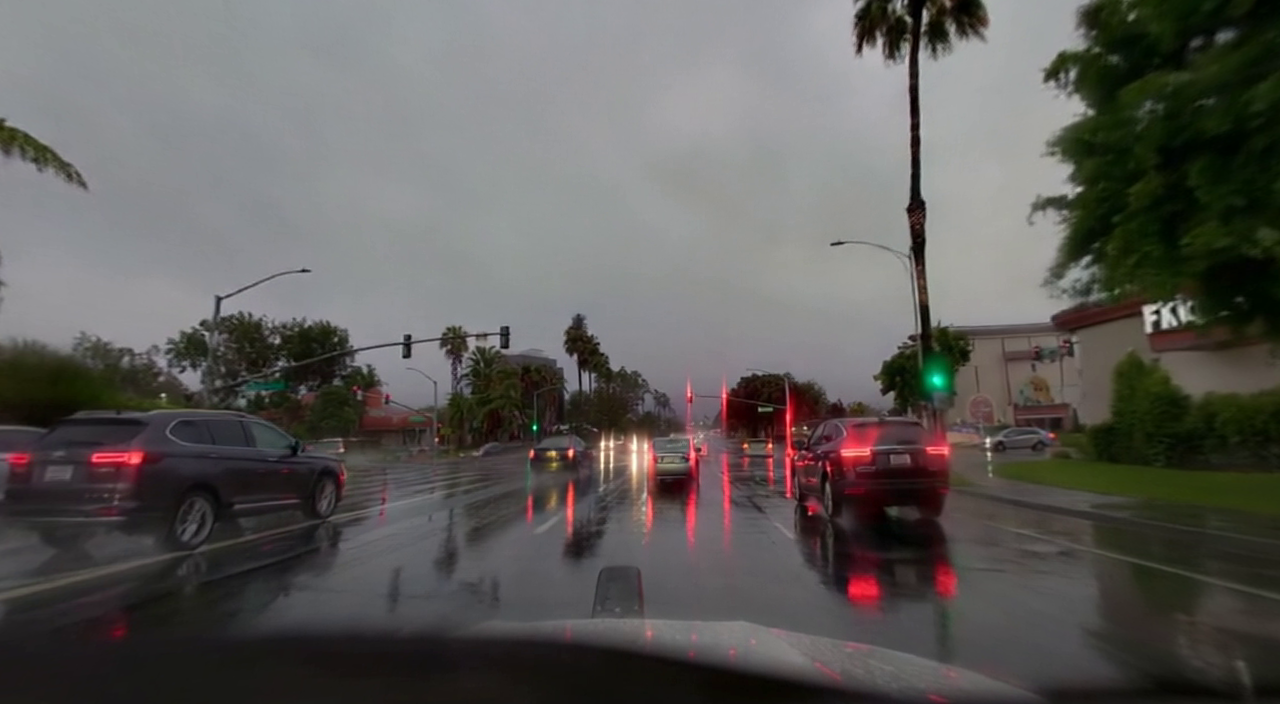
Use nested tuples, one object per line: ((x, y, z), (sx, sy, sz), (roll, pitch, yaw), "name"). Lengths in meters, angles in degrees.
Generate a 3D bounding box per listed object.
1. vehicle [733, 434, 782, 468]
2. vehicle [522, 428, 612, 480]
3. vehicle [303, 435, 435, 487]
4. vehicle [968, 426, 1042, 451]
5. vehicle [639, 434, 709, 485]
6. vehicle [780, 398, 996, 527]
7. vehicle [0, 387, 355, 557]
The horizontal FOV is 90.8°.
((5.703, 4.862, 31.043), (2.149, 1.532, 4.168), (-2, -8, 9), "vehicle")
((-2.625, 3.841, 24.066), (2.088, 1.746, 4.650), (-2, -9, 11), "vehicle")
((-8.593, 3.480, 20.551), (2.017, 1.472, 4.418), (-1, -8, 6), "vehicle")
((28.723, 6.878, 49.866), (4.557, 1.848, 2.008), (-2, -9, 12), "vehicle")
((1.121, 3.470, 20.601), (2.057, 1.492, 3.825), (-1, -8, 4), "vehicle")
((4.295, 2.038, 12.130), (2.267, 1.931, 5.145), (-1, -8, 3), "vehicle")
((-6.546, 1.682, 9.481), (2.127, 1.888, 4.637), (-1, -8, 3), "vehicle")
